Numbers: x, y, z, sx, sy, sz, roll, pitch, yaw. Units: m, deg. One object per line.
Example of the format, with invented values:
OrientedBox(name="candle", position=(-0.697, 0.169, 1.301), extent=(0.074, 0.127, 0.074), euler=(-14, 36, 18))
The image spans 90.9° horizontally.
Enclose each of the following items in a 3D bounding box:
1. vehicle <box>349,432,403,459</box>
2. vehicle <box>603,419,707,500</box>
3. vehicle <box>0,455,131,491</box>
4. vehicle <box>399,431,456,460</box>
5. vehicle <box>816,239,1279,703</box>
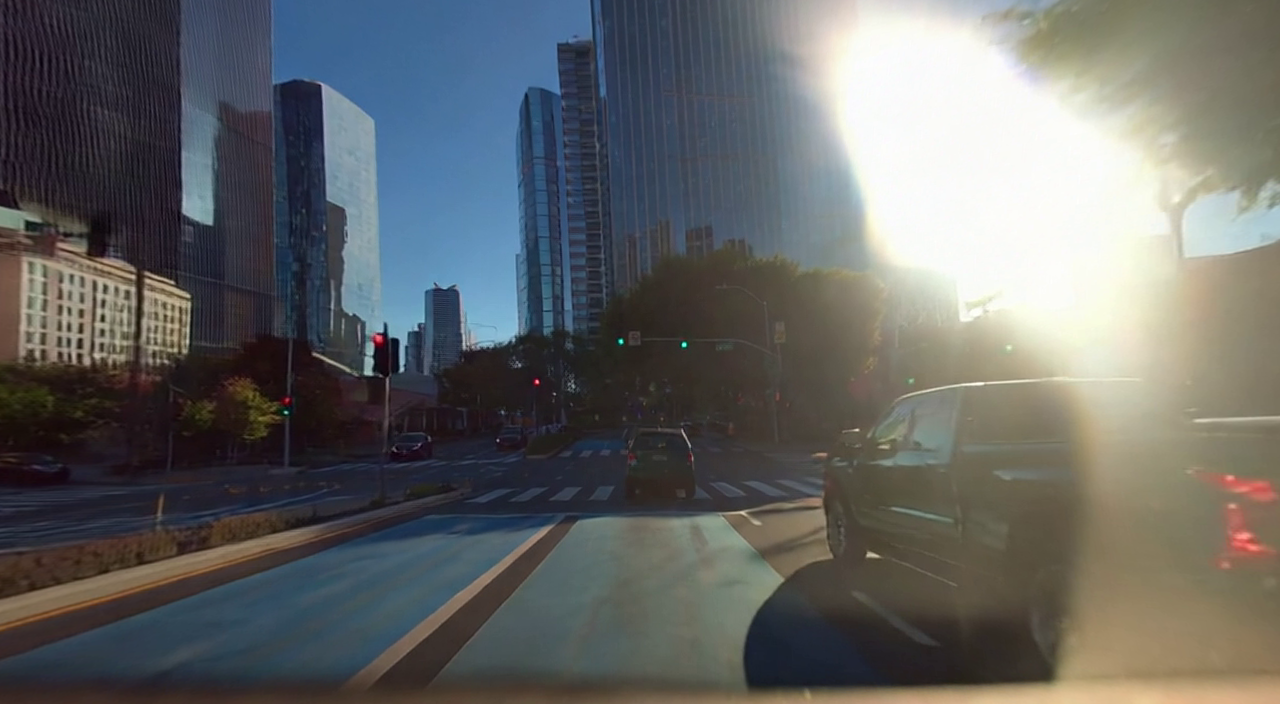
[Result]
OrientedBox(name="vehicle", position=(-19.312, 6.868, 46.323), extent=(2.060, 1.867, 4.626), euler=(0, -9, -2))
OrientedBox(name="vehicle", position=(0.314, 2.698, 16.074), extent=(2.283, 1.773, 4.255), euler=(0, -9, 0))
OrientedBox(name="vehicle", position=(-27.614, 5.739, 30.330), extent=(1.857, 1.535, 4.900), euler=(-1, -9, 4))
OrientedBox(name="vehicle", position=(-13.470, 5.978, 40.227), extent=(2.062, 1.697, 4.321), euler=(0, -9, 1))
OrientedBox(name="vehicle", position=(3.383, 1.002, 4.368), extent=(2.487, 2.048, 6.443), euler=(0, -9, 0))
